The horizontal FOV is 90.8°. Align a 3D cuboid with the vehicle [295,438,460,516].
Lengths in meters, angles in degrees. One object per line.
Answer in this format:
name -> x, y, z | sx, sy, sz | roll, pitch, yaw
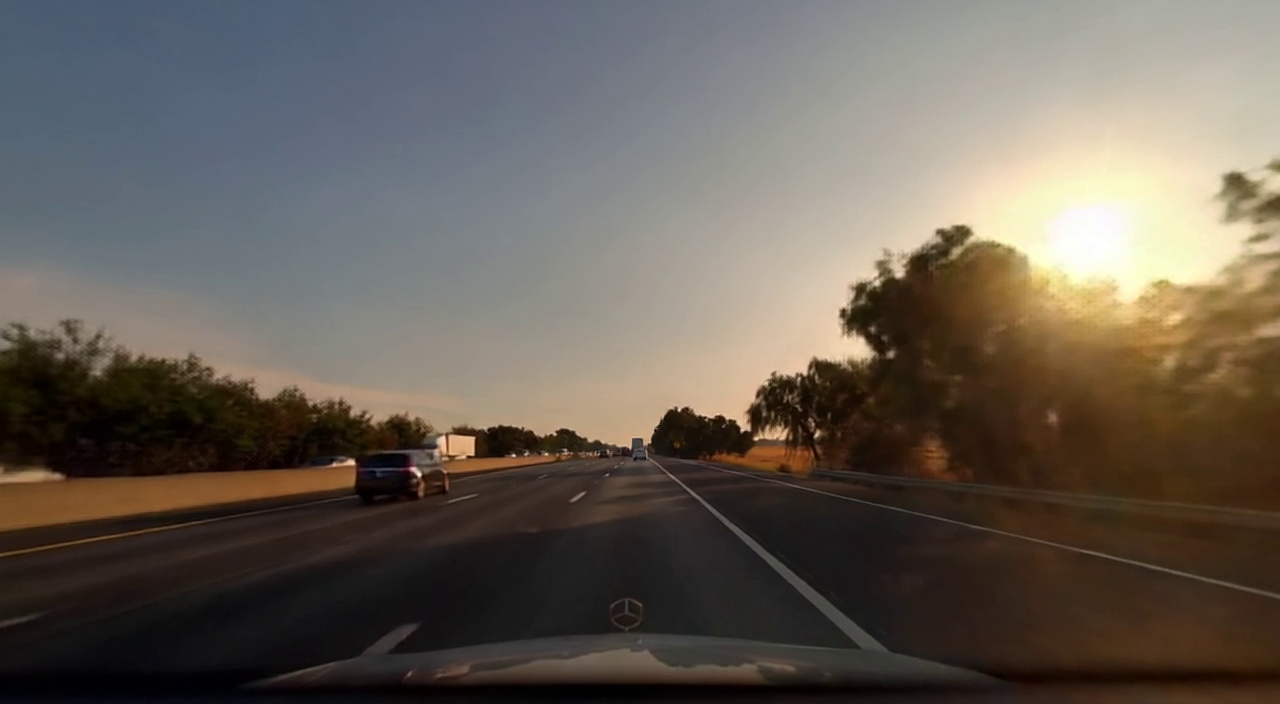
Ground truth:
vehicle -> -6.511, 3.163, 16.405 | 2.234, 1.698, 4.634 | 0, -9, 1
